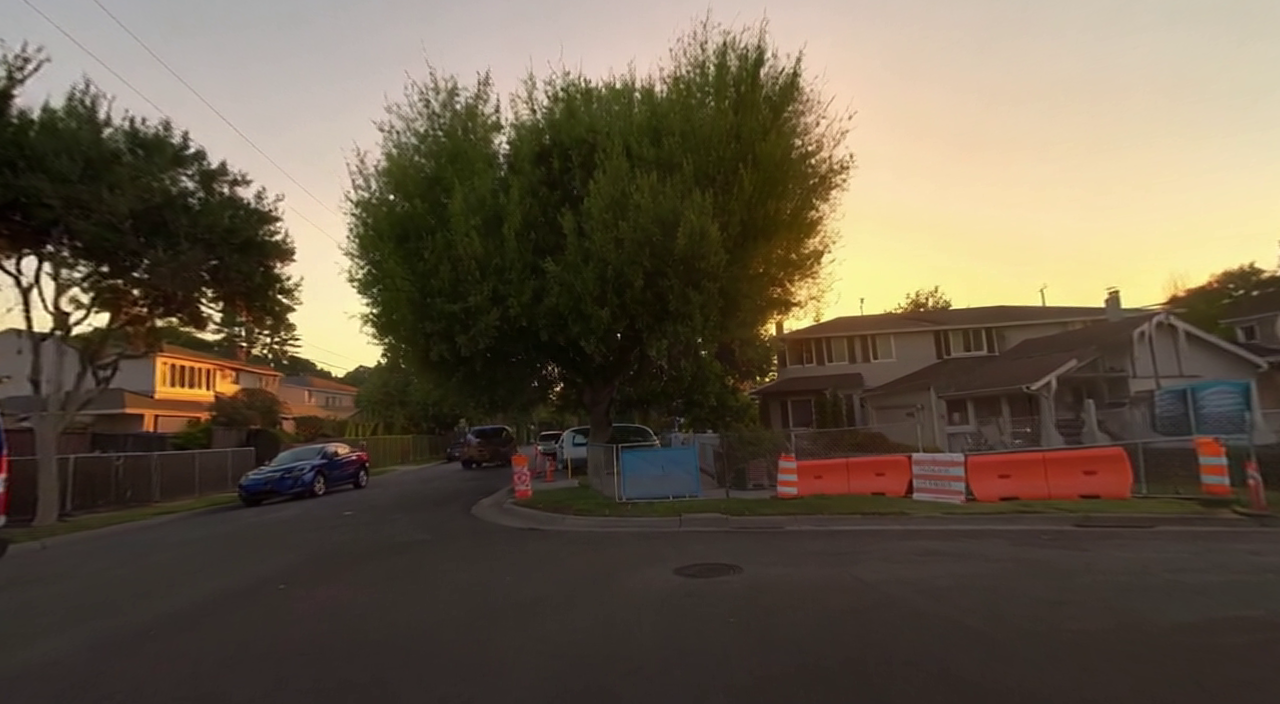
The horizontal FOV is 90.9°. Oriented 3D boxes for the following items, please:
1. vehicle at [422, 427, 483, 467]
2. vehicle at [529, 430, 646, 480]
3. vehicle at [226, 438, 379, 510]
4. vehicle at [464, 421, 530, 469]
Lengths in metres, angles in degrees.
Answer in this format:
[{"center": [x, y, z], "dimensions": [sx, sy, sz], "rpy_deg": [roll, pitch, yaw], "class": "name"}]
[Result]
[{"center": [-9.713, 4.938, 33.038], "dimensions": [2.042, 1.937, 4.960], "rpy_deg": [0, -7, -4], "class": "vehicle"}, {"center": [-1.592, 3.280, 20.515], "dimensions": [1.827, 1.436, 4.070], "rpy_deg": [-5, -9, 29], "class": "vehicle"}, {"center": [-8.336, 2.982, 16.047], "dimensions": [1.899, 1.524, 4.082], "rpy_deg": [0, -7, -5], "class": "vehicle"}, {"center": [-6.494, 4.274, 29.220], "dimensions": [2.219, 1.984, 4.712], "rpy_deg": [0, -7, -4], "class": "vehicle"}]
